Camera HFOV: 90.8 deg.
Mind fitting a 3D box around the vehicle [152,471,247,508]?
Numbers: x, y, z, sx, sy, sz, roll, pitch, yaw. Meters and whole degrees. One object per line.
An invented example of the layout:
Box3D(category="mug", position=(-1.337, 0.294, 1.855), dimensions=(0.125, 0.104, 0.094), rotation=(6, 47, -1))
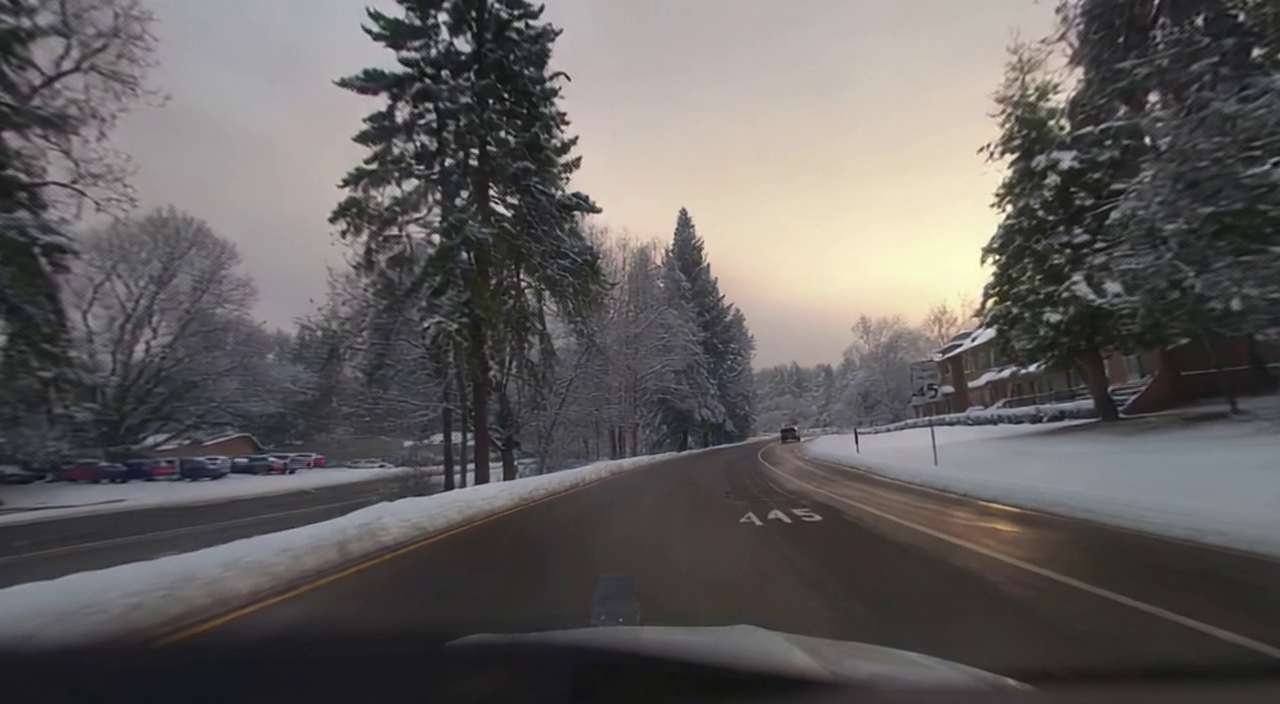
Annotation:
Box3D(category="vehicle", position=(-24.984, 7.774, 36.024), dimensions=(1.911, 1.583, 4.279), rotation=(-8, -10, 11))

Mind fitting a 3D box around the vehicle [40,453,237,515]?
Box3D(category="vehicle", position=(-33.346, 8.708, 42.971), dimensions=(2.888, 3.468, 10.757), rotation=(-1, -9, 13))

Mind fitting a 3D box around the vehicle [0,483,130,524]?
Box3D(category="vehicle", position=(-26.457, 6.894, 29.103), dimensions=(1.827, 1.450, 4.302), rotation=(-2, -8, 11))
